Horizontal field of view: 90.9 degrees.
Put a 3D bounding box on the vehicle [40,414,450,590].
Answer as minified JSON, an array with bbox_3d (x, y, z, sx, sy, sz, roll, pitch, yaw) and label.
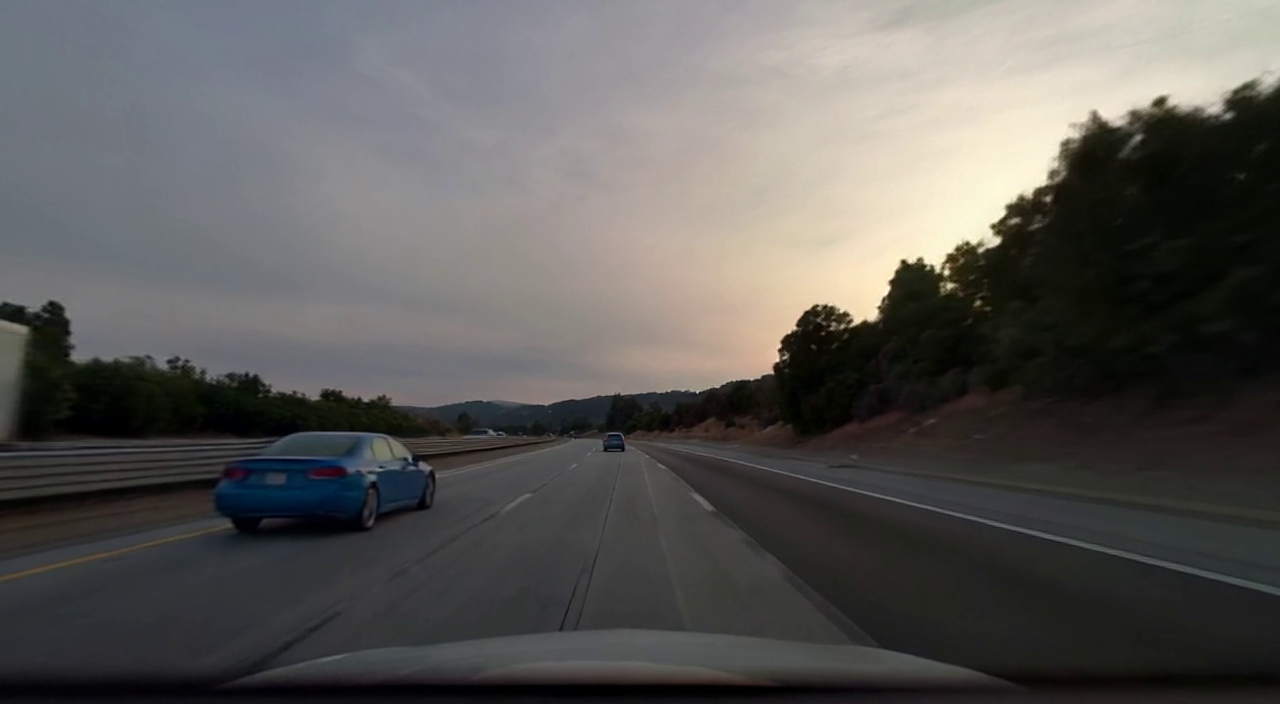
[{"bbox_3d":[-4.299,1.681,8.234,2.141,1.534,5.099,0,-8,-1],"label":"vehicle"}]

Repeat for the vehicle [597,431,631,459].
[{"bbox_3d":[-1.633,5.710,38.866,1.997,1.589,4.179,0,-8,-3],"label":"vehicle"}]
